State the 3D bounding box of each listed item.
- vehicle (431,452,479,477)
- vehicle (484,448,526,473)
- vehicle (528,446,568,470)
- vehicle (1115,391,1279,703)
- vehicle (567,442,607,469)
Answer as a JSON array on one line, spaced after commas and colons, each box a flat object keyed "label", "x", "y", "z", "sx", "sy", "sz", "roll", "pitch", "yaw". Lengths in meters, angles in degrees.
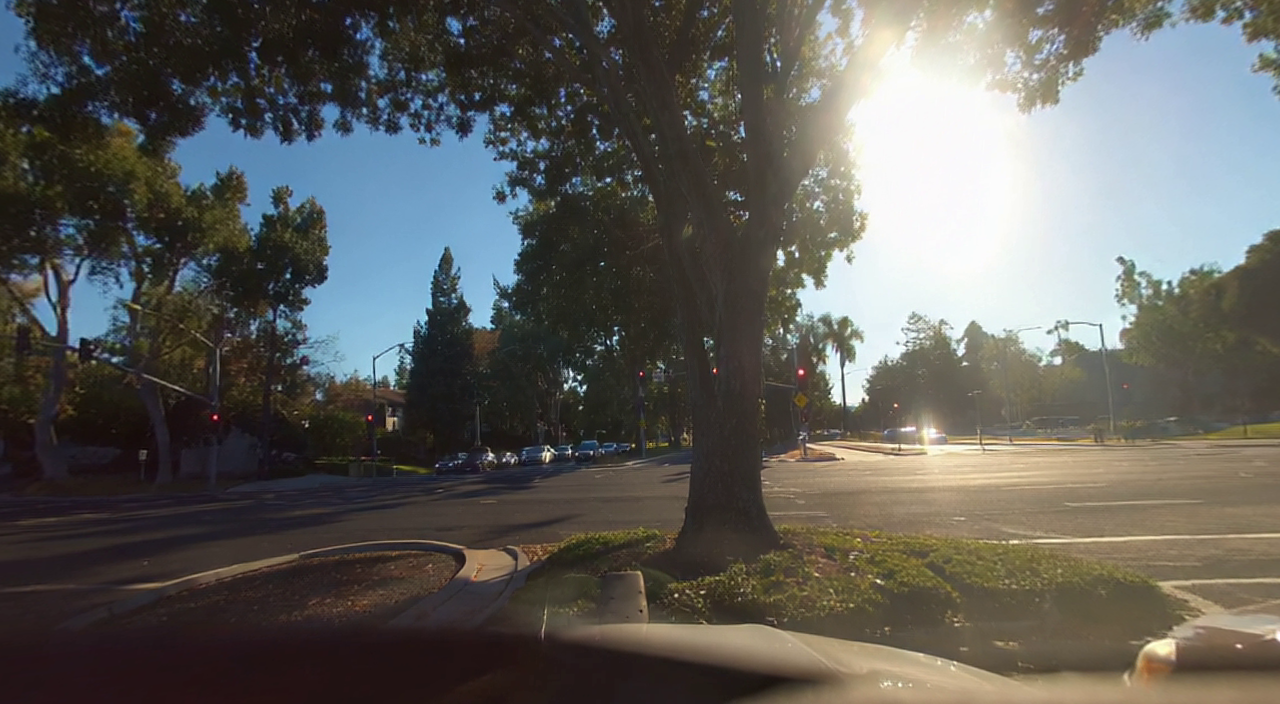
[{"label": "vehicle", "x": -13.421, "y": 8.166, "z": 45.972, "sx": 2.101, "sy": 1.637, "sz": 4.304, "roll": 0, "pitch": -9, "yaw": 1}, {"label": "vehicle", "x": -9.793, "y": 7.843, "z": 45.936, "sx": 2.064, "sy": 1.725, "sz": 4.243, "roll": 0, "pitch": -9, "yaw": 1}, {"label": "vehicle", "x": -6.567, "y": 7.617, "z": 45.494, "sx": 2.126, "sy": 1.657, "sz": 4.307, "roll": -1, "pitch": -9, "yaw": 2}, {"label": "vehicle", "x": 3.046, "y": 0.621, "z": 0.427, "sx": 1.978, "sy": 1.468, "sz": 4.544, "roll": 0, "pitch": -9, "yaw": 2}, {"label": "vehicle", "x": -3.595, "y": 7.143, "z": 43.633, "sx": 2.215, "sy": 1.732, "sz": 4.684, "roll": -1, "pitch": -9, "yaw": 2}]
